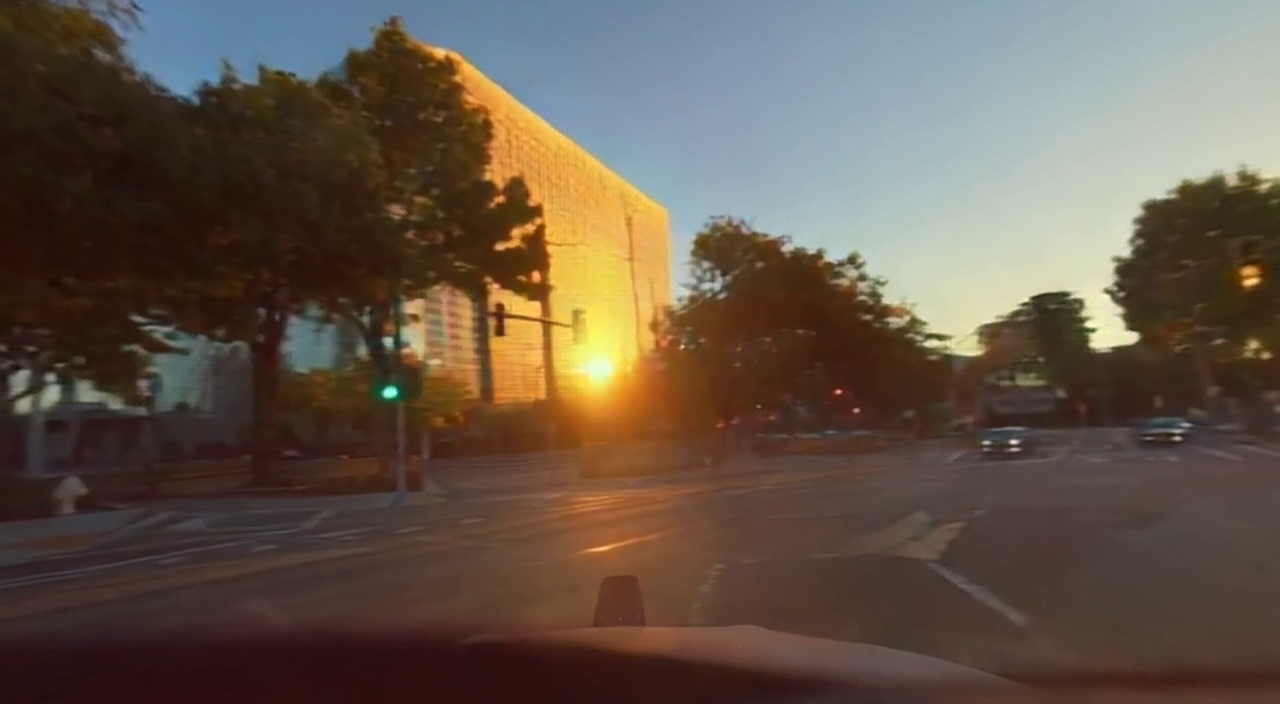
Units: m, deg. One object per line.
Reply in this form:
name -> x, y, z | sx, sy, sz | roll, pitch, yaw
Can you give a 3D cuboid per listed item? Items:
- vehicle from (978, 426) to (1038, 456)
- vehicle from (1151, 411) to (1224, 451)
vehicle -> 20.009, 4.846, 34.272 | 1.786, 1.499, 3.797 | -9, -12, 44
vehicle -> 24.814, 3.641, 28.600 | 4.025, 1.663, 2.034 | 8, -12, -44
